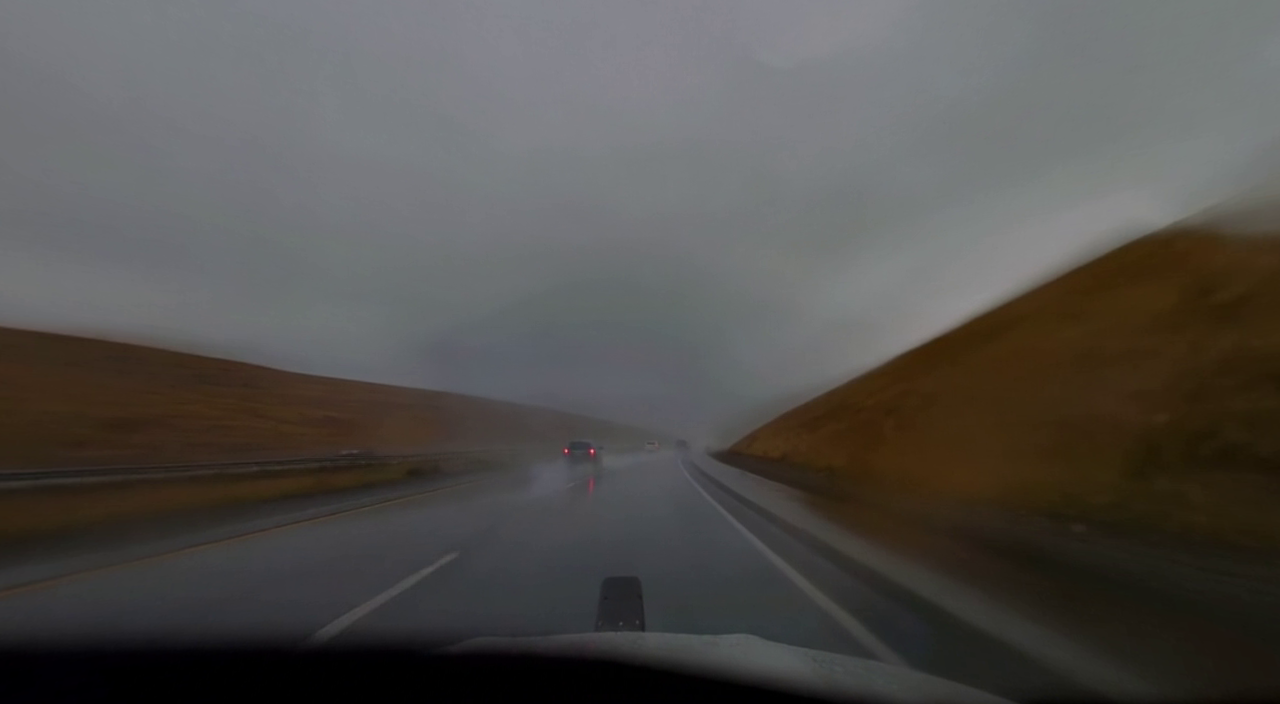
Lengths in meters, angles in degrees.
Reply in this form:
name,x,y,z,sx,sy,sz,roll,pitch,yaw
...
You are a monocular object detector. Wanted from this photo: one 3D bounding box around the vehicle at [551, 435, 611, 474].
name,x,y,z,sx,sy,sz,roll,pitch,yaw
vehicle,-2.794,5.038,31.130,2.252,1.743,4.560,-1,-9,4
